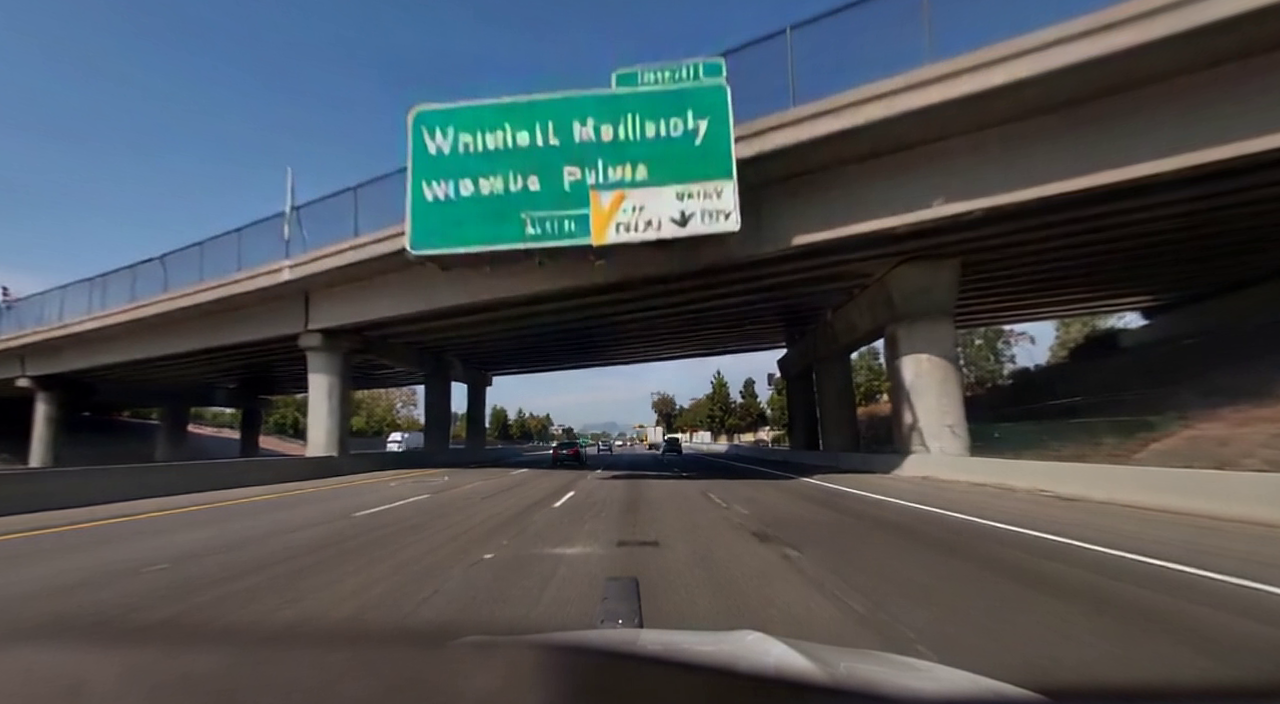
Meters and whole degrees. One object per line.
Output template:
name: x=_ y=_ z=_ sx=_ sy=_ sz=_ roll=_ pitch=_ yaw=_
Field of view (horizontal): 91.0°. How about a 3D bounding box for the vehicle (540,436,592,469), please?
vehicle: x=-3.571 y=4.949 z=31.275 sx=2.066 sy=1.500 sz=4.415 roll=0 pitch=-8 yaw=0
